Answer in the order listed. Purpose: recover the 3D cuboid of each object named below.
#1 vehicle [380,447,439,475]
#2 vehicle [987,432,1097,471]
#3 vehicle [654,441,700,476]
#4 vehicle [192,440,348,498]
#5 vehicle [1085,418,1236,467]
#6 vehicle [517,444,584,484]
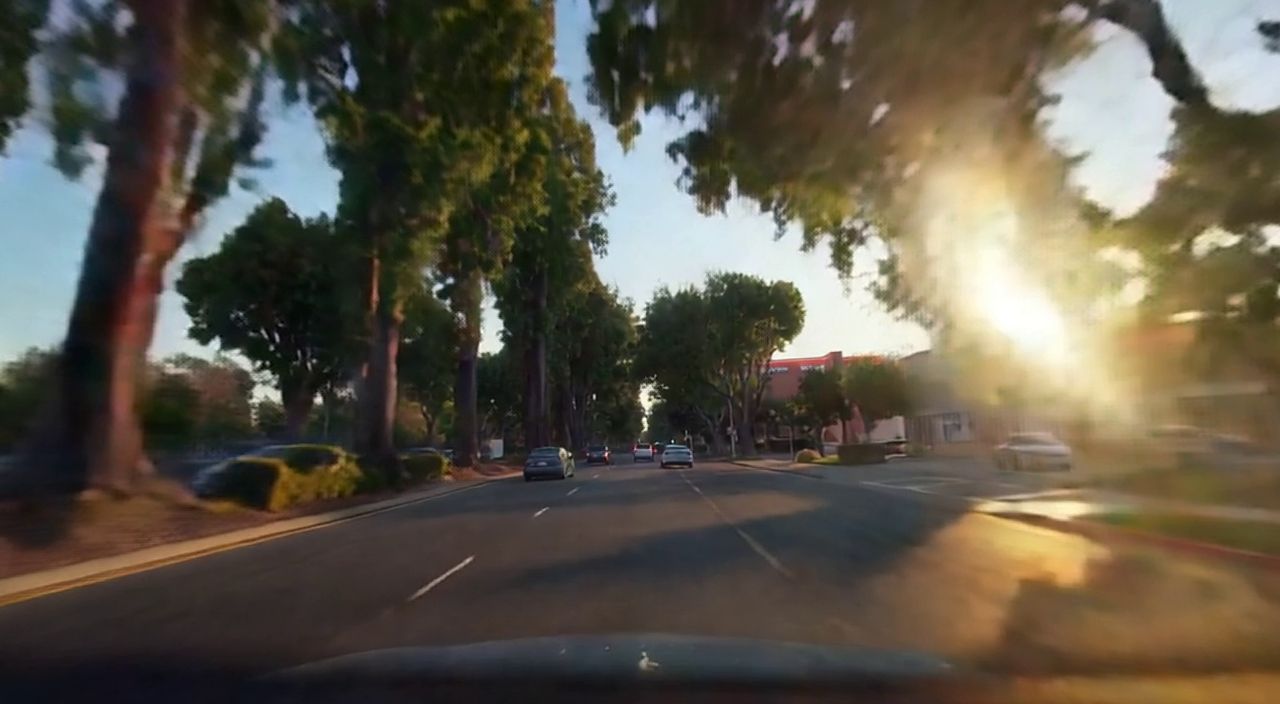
[{"bbox_3d":[-15.542,7.339,42.744,2.060,1.777,4.860,0,-9,1],"label":"vehicle"},{"bbox_3d":[15.830,3.932,25.083,1.823,1.413,3.884,0,-8,1],"label":"vehicle"},{"bbox_3d":[1.747,5.158,30.749,1.922,1.579,3.642,0,-9,-2],"label":"vehicle"},{"bbox_3d":[-12.569,3.975,21.970,2.047,1.729,5.470,0,-9,1],"label":"vehicle"},{"bbox_3d":[20.861,3.684,25.614,1.982,1.794,4.853,0,-9,1],"label":"vehicle"},{"bbox_3d":[-3.478,4.450,25.414,1.908,1.481,4.536,0,-9,2],"label":"vehicle"}]
